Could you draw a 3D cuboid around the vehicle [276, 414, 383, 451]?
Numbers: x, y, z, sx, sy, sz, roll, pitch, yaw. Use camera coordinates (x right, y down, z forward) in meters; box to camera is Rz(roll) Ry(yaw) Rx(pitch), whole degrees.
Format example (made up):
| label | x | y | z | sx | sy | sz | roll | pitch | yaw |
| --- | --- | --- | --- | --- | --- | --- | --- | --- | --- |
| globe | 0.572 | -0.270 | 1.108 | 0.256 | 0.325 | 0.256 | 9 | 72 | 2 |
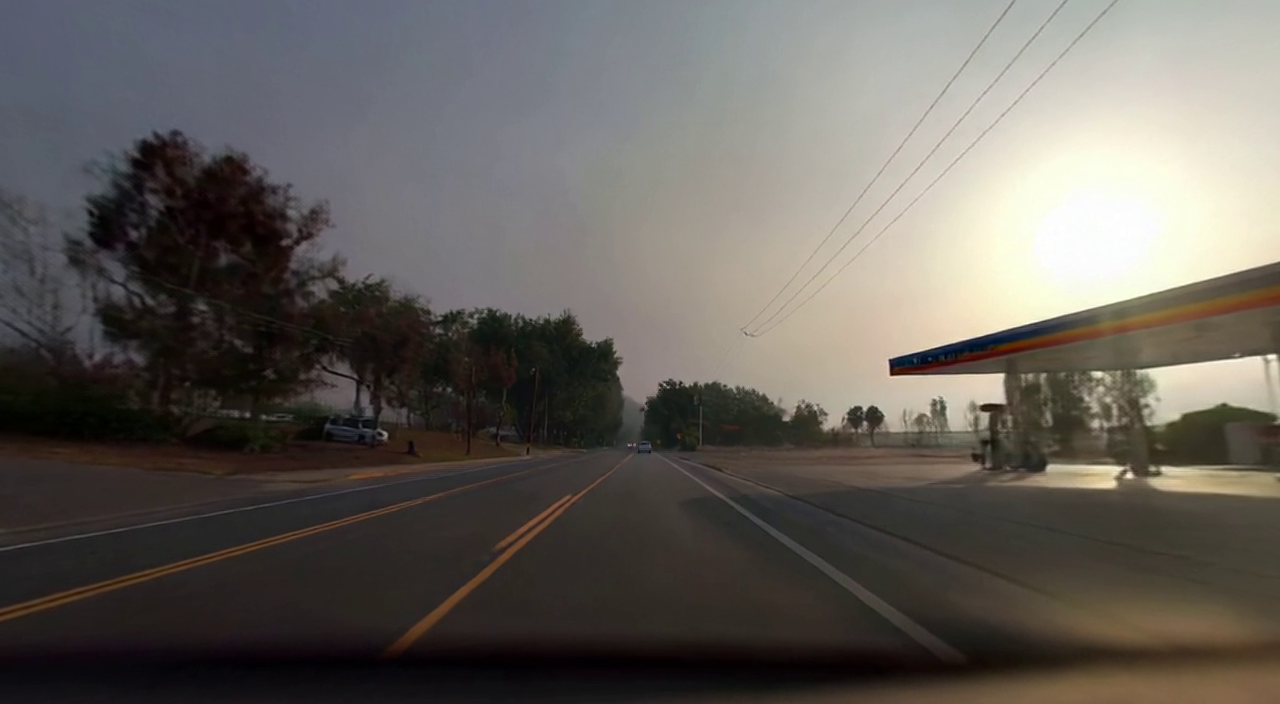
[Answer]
| label | x | y | z | sx | sy | sz | roll | pitch | yaw |
| --- | --- | --- | --- | --- | --- | --- | --- | --- | --- |
| vehicle | -22.477 | 5.852 | 45.777 | 6.311 | 2.571 | 3.118 | -2 | -7 | 12 |
